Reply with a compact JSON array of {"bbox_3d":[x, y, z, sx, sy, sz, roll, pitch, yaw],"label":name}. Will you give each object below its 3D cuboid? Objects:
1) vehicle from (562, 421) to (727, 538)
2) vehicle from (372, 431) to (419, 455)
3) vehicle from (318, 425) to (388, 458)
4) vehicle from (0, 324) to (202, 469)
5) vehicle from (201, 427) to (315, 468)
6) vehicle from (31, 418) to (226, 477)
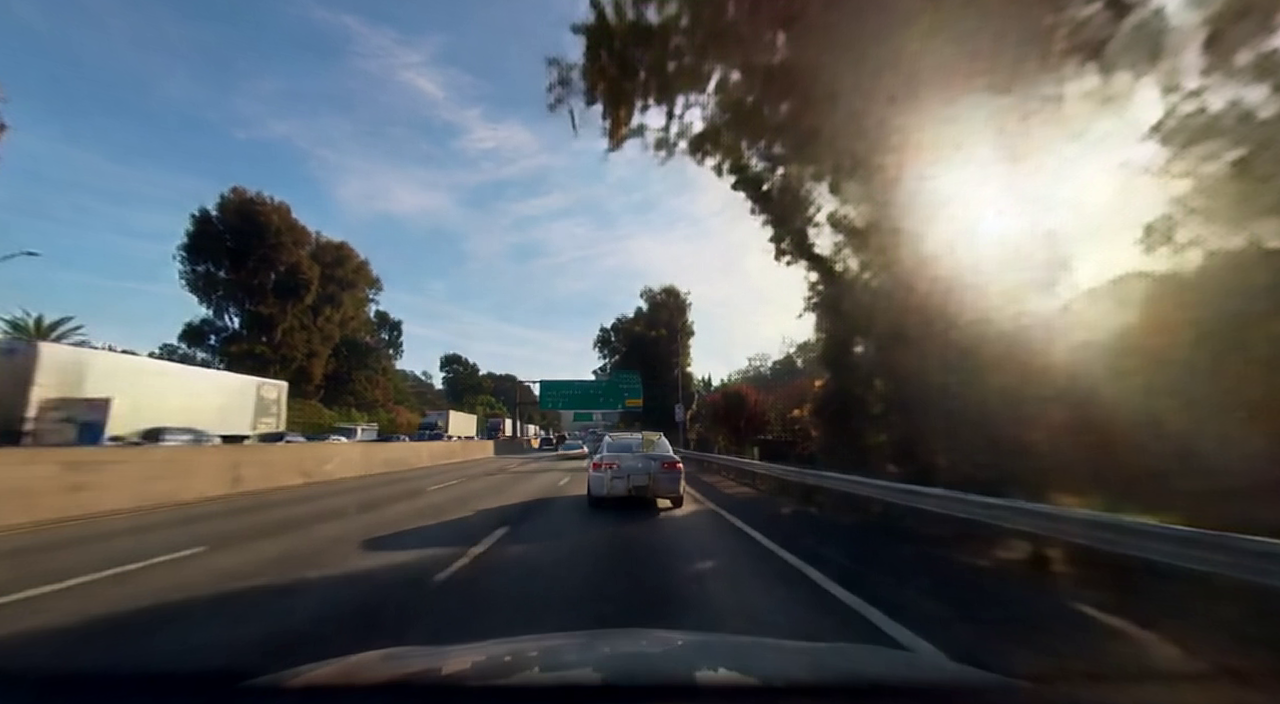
[{"bbox_3d":[-0.022,1.956,10.372,2.127,1.497,4.445,0,-8,-2],"label":"vehicle"},{"bbox_3d":[-16.118,6.008,41.615,1.773,1.481,3.722,0,-8,-2],"label":"vehicle"},{"bbox_3d":[-15.475,4.857,34.199,1.895,1.683,4.224,0,-8,-2],"label":"vehicle"},{"bbox_3d":[-18.831,1.576,19.557,3.032,3.845,10.740,0,-8,-3],"label":"vehicle"},{"bbox_3d":[-15.092,3.793,25.167,1.903,1.473,4.391,0,-8,-2],"label":"vehicle"},{"bbox_3d":[-14.629,2.776,18.451,1.921,1.507,4.664,0,-8,-2],"label":"vehicle"}]
